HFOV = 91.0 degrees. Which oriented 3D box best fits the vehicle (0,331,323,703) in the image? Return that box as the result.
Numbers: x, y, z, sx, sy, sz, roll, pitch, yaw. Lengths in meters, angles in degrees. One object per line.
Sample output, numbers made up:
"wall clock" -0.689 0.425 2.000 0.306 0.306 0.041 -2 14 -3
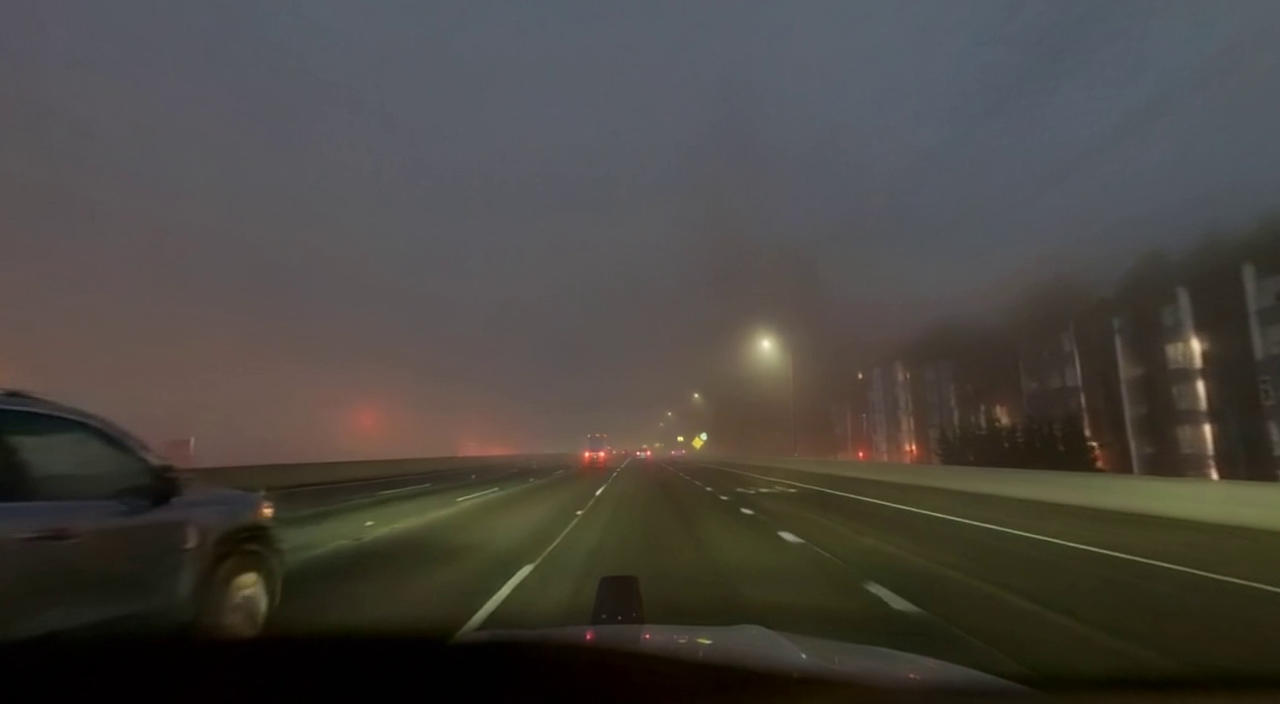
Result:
"vehicle" -3.346 0.772 2.087 2.075 1.721 4.763 0 -9 0
